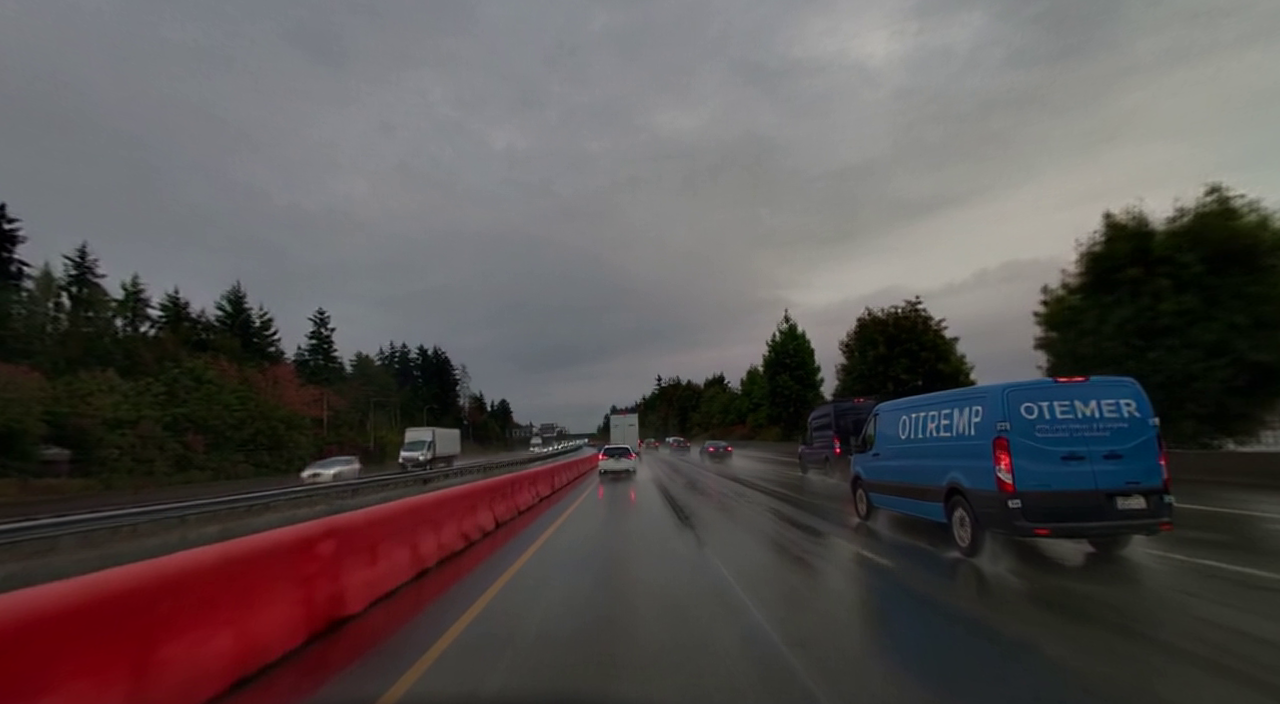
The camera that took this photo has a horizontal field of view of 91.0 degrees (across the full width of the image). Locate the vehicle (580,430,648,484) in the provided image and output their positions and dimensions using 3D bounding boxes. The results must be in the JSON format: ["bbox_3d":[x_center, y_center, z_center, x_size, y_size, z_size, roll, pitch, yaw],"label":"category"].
[{"bbox_3d":[-0.833,3.498,21.171,2.100,1.636,3.620,0,-8,-1],"label":"vehicle"}]

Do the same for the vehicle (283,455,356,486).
[{"bbox_3d":[-17.919,6.622,35.423,1.805,1.485,4.297,0,-8,0],"label":"vehicle"}]

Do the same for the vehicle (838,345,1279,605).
[{"bbox_3d":[4.378,1.304,7.513,2.223,2.008,5.121,0,-8,-1],"label":"vehicle"}]
